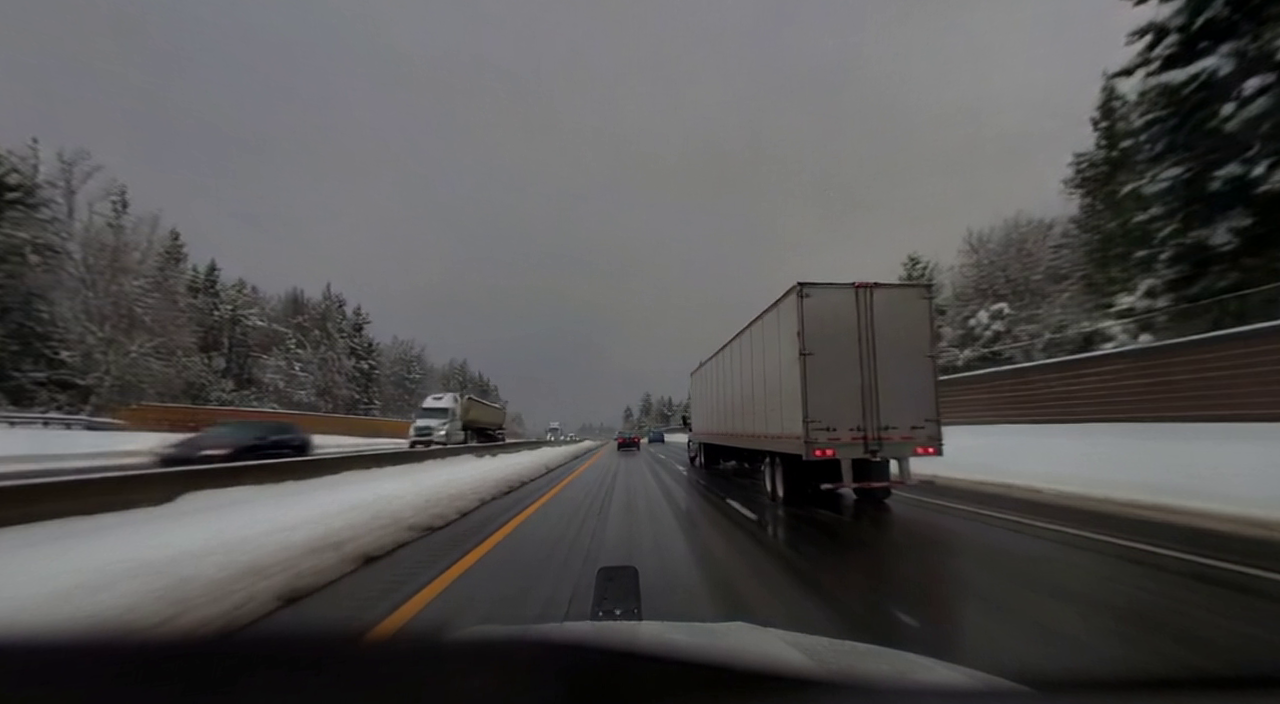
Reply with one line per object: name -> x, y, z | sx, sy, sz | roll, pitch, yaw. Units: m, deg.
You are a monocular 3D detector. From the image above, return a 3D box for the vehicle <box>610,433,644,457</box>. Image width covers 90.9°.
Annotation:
vehicle -> -0.808, 6.017, 41.048 | 2.119, 1.480, 4.000 | 0, -8, -1

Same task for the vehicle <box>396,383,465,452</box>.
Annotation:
vehicle -> -13.468, 4.259, 40.705 | 3.405, 4.213, 2.708 | 0, -8, -1

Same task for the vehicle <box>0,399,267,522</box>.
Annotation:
vehicle -> -8.136, 1.619, 9.893 | 1.885, 1.483, 4.516 | 0, -8, -2

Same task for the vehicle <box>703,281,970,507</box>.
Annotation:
vehicle -> 4.171, 1.632, 18.187 | 2.953, 4.045, 13.843 | 0, -8, -1
